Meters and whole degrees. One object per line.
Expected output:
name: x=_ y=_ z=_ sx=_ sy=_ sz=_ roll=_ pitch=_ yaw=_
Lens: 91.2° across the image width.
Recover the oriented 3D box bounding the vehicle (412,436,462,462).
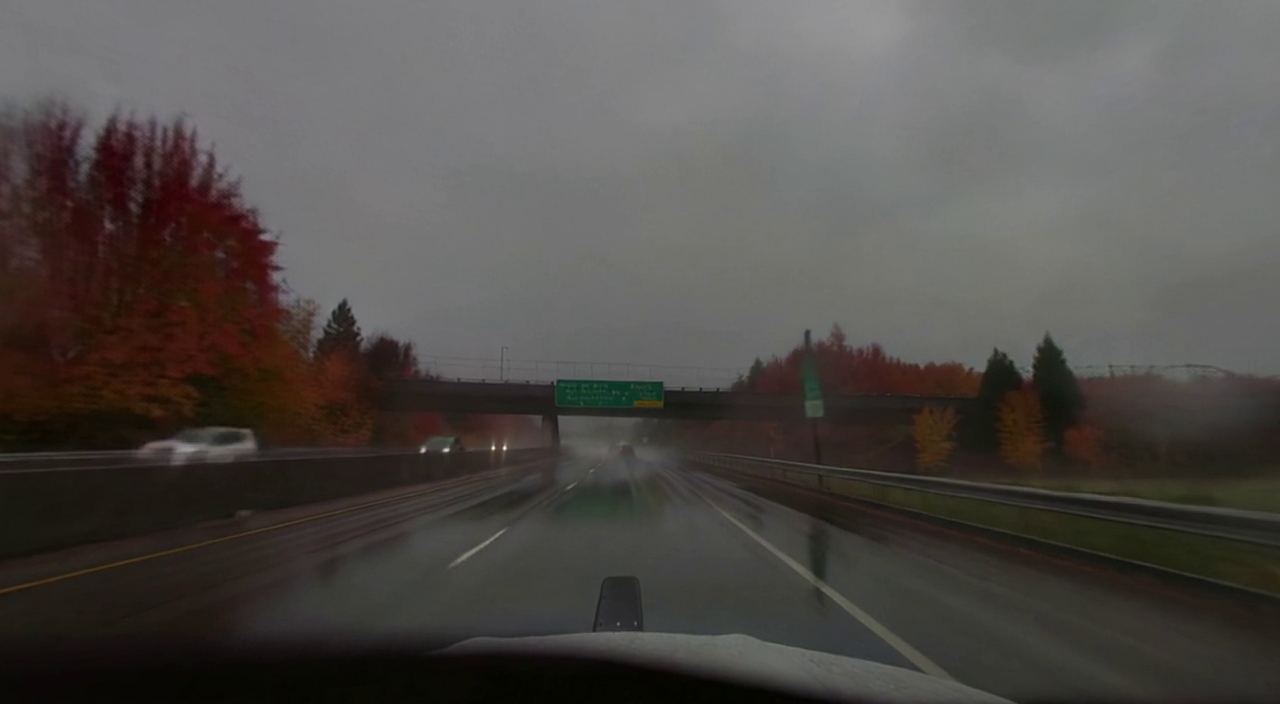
vehicle: x=-13.836 y=6.651 z=42.944 sx=2.017 sy=1.626 sz=4.284 roll=0 pitch=-9 yaw=-1

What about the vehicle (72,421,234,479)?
vehicle: x=-17.264 y=3.524 z=22.629 sx=1.955 sy=1.814 sz=4.823 roll=0 pitch=-9 yaw=-1
